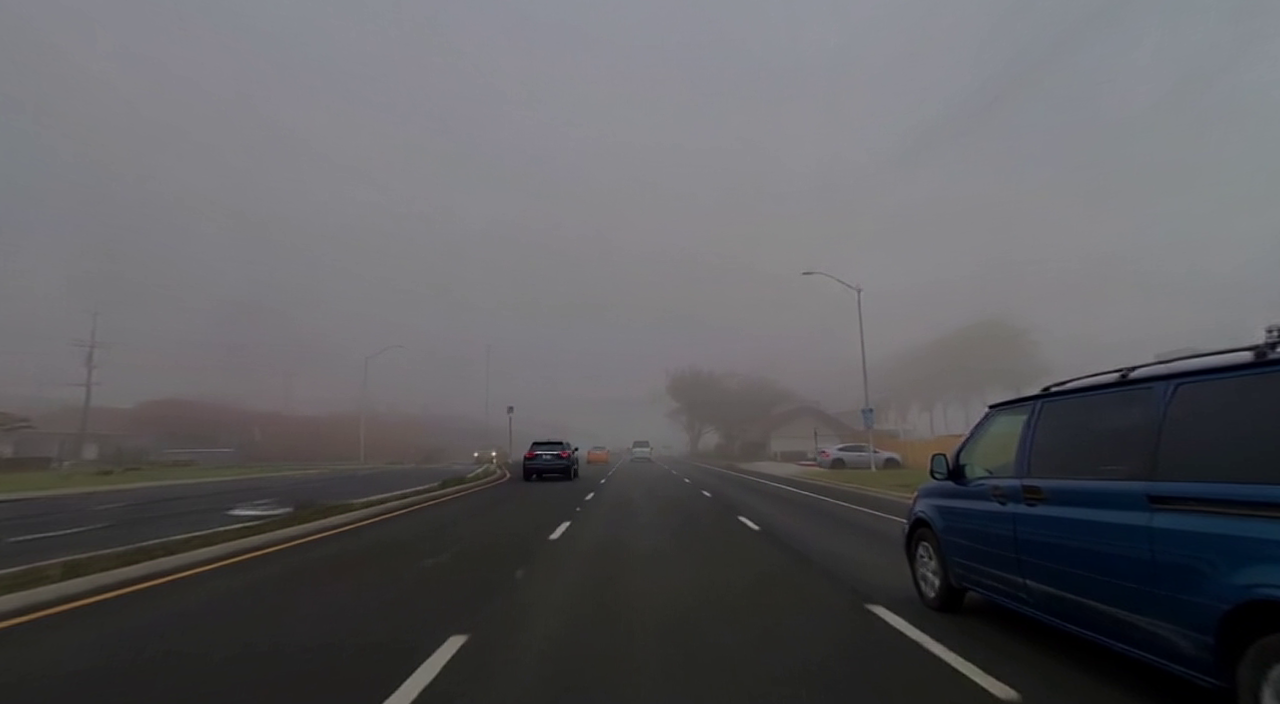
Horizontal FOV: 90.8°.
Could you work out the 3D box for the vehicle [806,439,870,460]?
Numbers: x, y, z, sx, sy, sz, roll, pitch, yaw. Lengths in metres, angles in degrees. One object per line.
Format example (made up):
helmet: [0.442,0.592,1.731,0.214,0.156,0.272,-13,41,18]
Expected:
vehicle: [15.208,7.504,48.831,1.945,1.490,4.748,4,-9,-26]

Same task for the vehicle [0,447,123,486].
vehicle: [-30.315,5.982,33.163,4.462,1.697,2.109,-2,-7,-2]

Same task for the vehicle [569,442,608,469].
vehicle: [-2.878,5.864,35.916,1.869,1.454,4.142,0,-8,0]

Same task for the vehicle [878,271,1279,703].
vehicle: [3.382,0.870,3.507,2.234,1.912,4.847,0,-8,0]

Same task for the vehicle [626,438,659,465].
vehicle: [0.149,7.073,44.994,2.191,1.761,3.857,0,-8,-1]

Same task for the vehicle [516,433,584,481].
vehicle: [-3.420,4.082,24.720,1.967,1.703,4.157,0,-8,1]
